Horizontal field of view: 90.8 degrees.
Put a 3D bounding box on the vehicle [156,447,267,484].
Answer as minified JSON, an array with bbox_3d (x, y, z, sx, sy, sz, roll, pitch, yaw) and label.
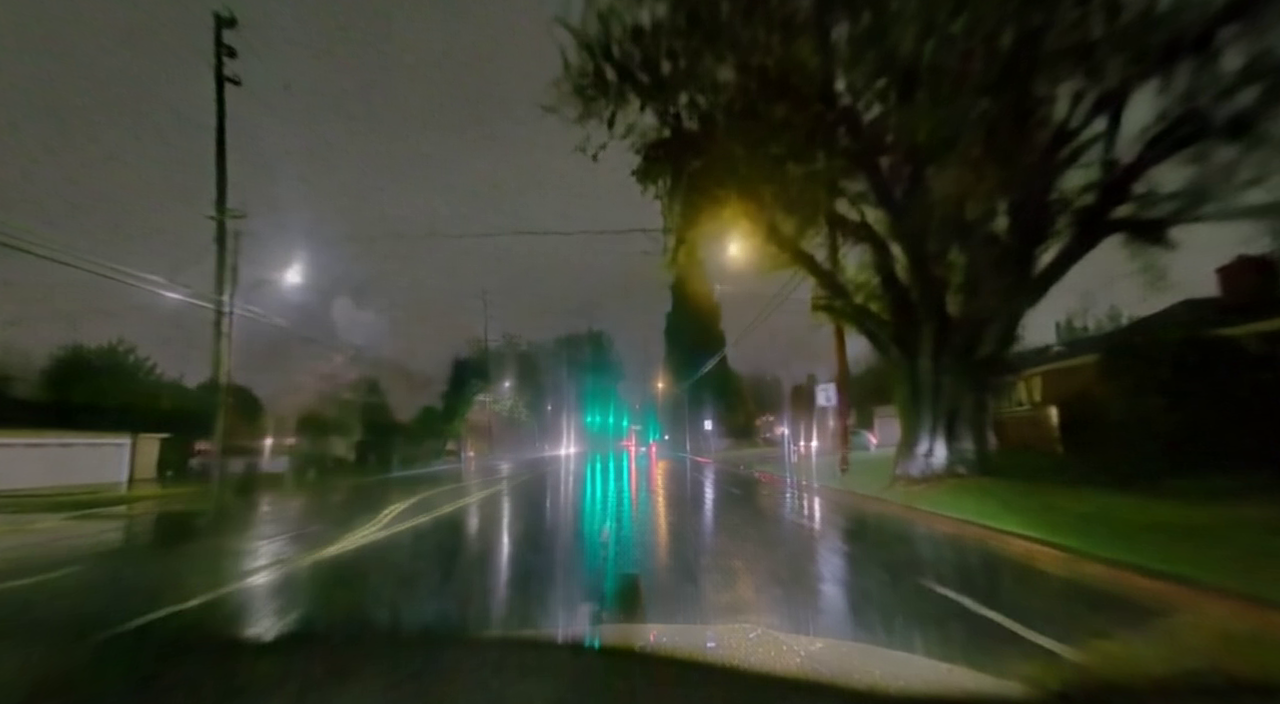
[{"bbox_3d":[-21.386,5.651,31.645,4.206,1.721,1.807,0,-8,0],"label":"vehicle"}]

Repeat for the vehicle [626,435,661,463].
[{"bbox_3d":[0.159,6.618,43.187,2.215,1.799,4.426,0,-8,-2],"label":"vehicle"}]

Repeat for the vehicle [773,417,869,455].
[{"bbox_3d":[11.863,5.542,41.620,5.577,2.450,2.199,0,-8,-3],"label":"vehicle"}]

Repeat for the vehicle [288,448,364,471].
[{"bbox_3d":[-22.252,7.624,44.883,4.363,1.503,1.859,0,-8,-3],"label":"vehicle"}]
